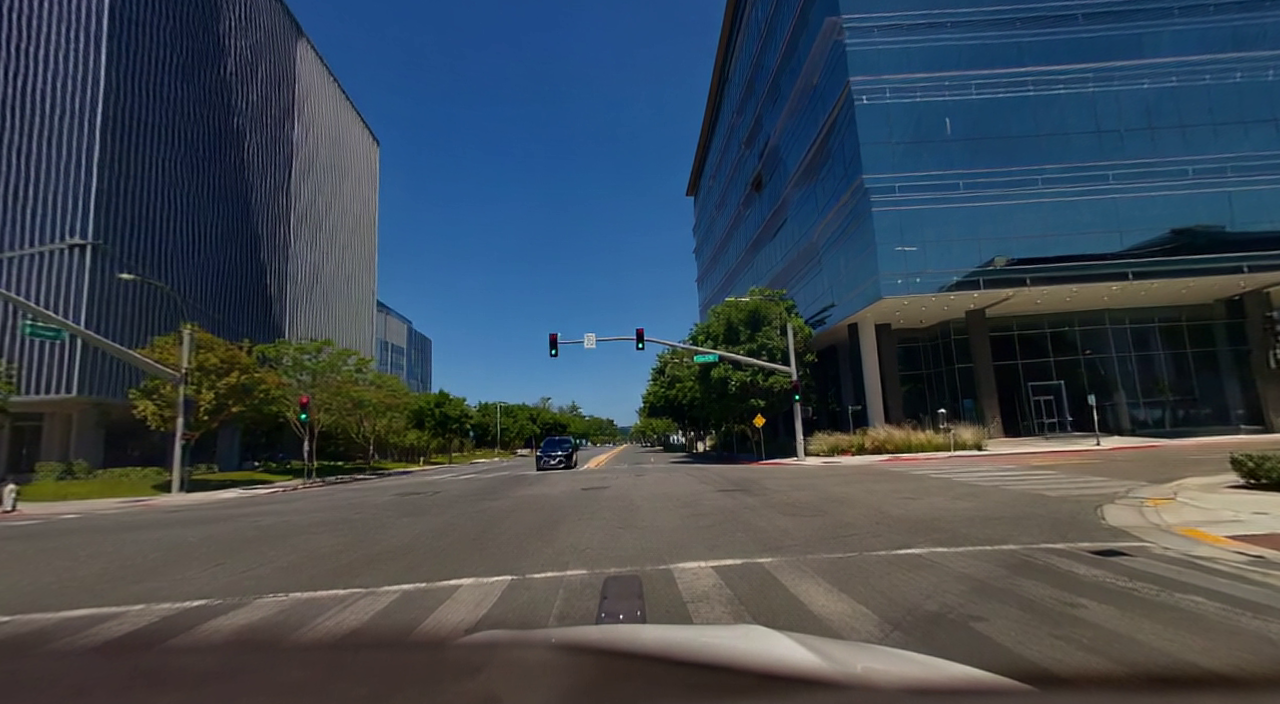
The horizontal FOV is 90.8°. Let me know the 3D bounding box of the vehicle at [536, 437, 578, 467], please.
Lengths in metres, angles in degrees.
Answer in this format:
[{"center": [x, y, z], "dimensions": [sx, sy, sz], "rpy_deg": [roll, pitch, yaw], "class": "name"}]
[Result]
[{"center": [-4.845, 5.907, 37.458], "dimensions": [1.988, 1.666, 4.074], "rpy_deg": [0, -9, 0], "class": "vehicle"}]
